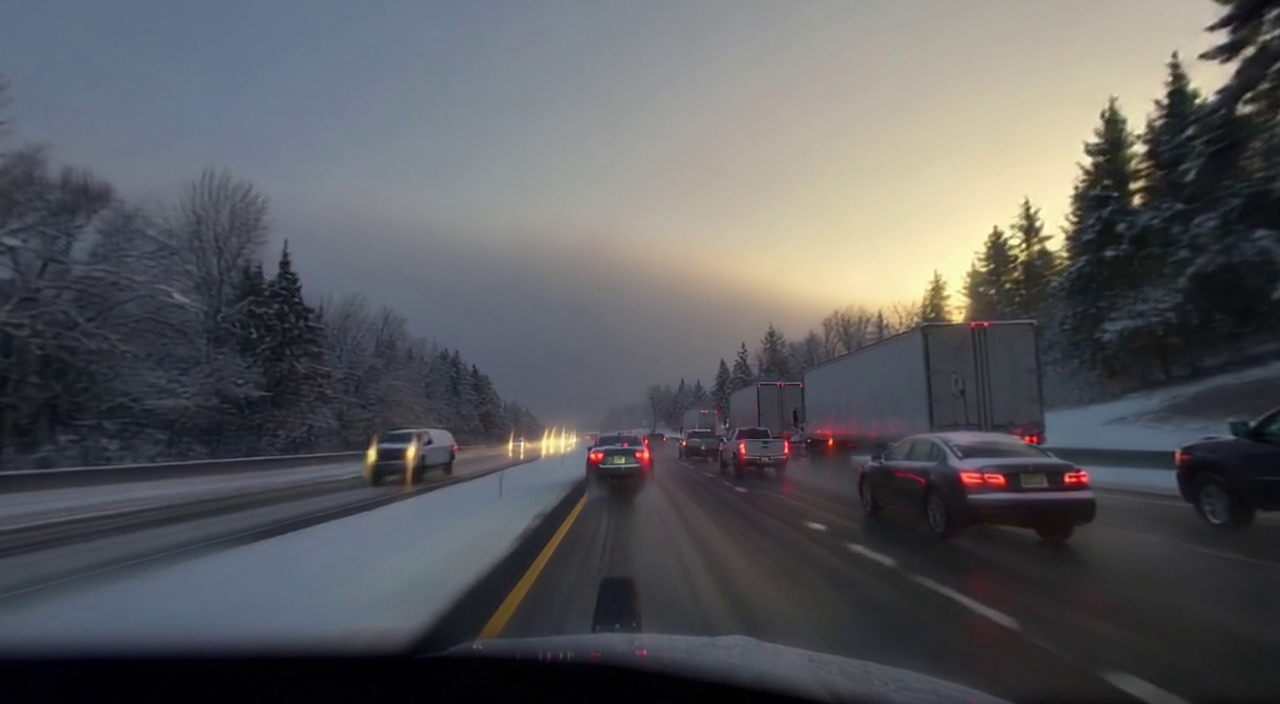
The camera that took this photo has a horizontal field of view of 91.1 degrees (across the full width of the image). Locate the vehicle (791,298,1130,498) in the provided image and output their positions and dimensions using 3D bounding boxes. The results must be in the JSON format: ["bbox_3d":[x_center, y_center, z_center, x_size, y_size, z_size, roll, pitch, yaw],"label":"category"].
[{"bbox_3d":[8.222,1.851,19.948,2.908,4.099,14.103,0,-8,-2],"label":"vehicle"}]

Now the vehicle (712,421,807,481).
[{"bbox_3d":[3.650,3.097,20.042,2.147,1.707,3.963,0,-8,-2],"label":"vehicle"}]

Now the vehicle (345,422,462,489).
[{"bbox_3d":[-8.059,3.555,22.071,2.203,2.043,5.050,0,-8,-1],"label":"vehicle"}]

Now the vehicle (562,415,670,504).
[{"bbox_3d":[-0.478,2.384,14.455,2.087,1.709,4.455,0,-8,-1],"label":"vehicle"}]

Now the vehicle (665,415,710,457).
[{"bbox_3d":[3.137,5.720,42.941,2.395,2.656,6.037,0,-8,-1],"label":"vehicle"}]

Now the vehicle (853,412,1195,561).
[{"bbox_3d":[4.674,1.660,8.585,2.040,1.523,4.068,0,-8,-1],"label":"vehicle"}]
